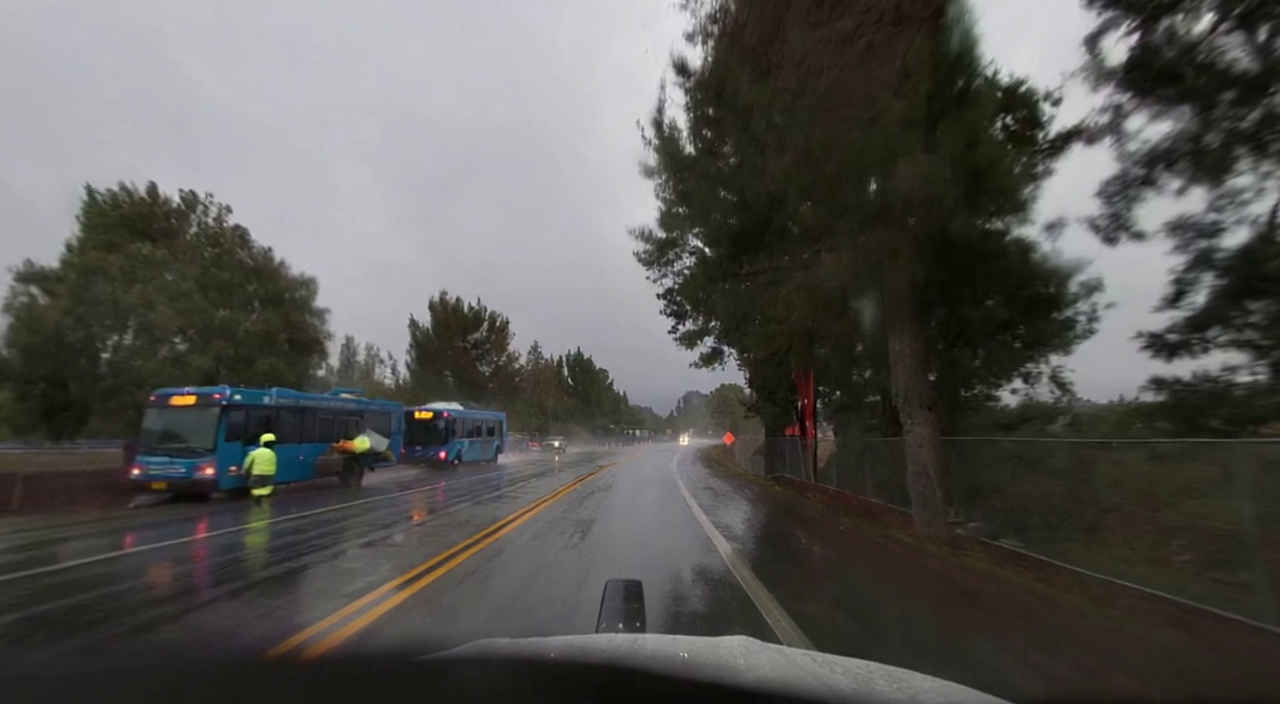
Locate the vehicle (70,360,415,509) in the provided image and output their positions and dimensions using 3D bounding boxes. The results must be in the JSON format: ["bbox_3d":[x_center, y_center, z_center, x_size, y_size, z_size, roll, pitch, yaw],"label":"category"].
[{"bbox_3d":[-10.687,2.544,19.009,3.057,3.290,9.617,-1,-9,8],"label":"vehicle"}]

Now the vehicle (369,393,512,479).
[{"bbox_3d":[-9.999,4.462,33.749,3.092,3.562,12.230,-3,-8,3],"label":"vehicle"}]
